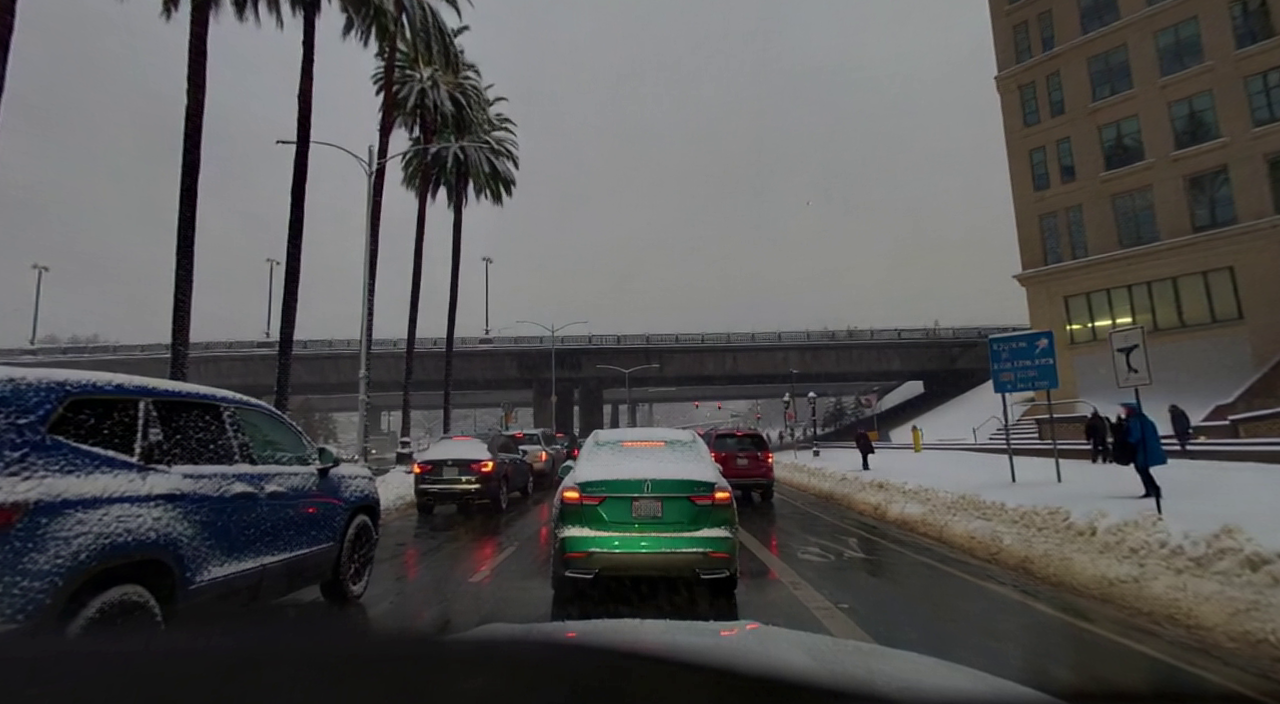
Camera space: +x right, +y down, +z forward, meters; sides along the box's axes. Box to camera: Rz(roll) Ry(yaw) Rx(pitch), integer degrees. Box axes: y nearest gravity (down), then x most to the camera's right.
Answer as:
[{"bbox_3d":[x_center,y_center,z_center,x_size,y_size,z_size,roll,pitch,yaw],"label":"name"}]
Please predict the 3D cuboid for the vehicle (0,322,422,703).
[{"bbox_3d":[-3.262,1.060,4.181,2.014,1.740,4.359,0,-8,1],"label":"vehicle"}]

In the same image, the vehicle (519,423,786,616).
[{"bbox_3d":[0.084,1.592,6.975,2.036,1.461,4.129,0,-8,0],"label":"vehicle"}]

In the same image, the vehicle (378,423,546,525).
[{"bbox_3d":[-3.199,2.292,12.346,1.955,1.637,4.032,0,-8,2],"label":"vehicle"}]
